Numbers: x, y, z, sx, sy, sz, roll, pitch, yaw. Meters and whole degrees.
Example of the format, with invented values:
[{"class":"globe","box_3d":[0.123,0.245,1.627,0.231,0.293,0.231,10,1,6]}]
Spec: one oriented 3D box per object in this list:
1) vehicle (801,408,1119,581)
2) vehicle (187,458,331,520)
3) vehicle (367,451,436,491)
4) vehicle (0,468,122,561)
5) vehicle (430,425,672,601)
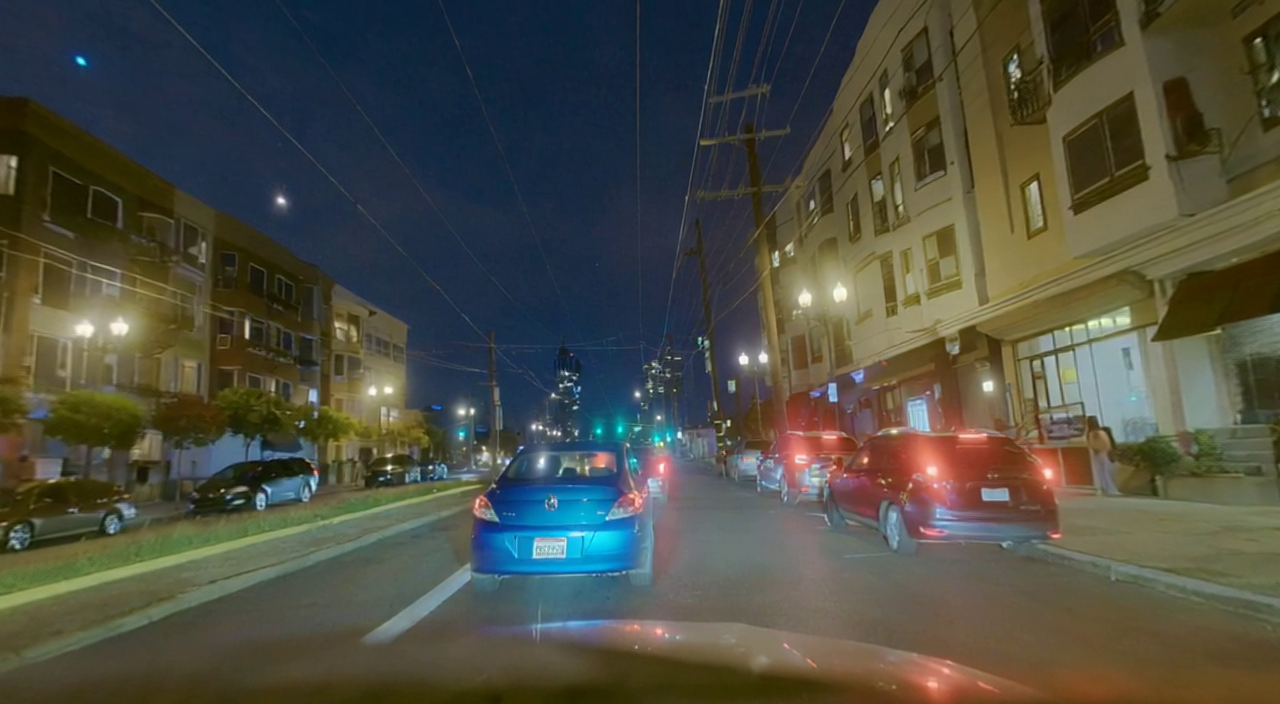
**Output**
[{"class":"vehicle","box_3d":[3.790,1.760,8.620,1.967,1.721,4.410,0,-8,-1]},{"class":"vehicle","box_3d":[-11.853,4.241,20.044,1.868,1.491,4.367,-5,-9,0]},{"class":"vehicle","box_3d":[-11.939,5.932,31.931,2.011,1.687,4.079,-4,-8,-2]},{"class":"vehicle","box_3d":[-11.915,2.904,11.017,1.850,1.487,4.711,-3,-8,-1]},{"class":"vehicle","box_3d":[-0.722,1.692,7.649,2.019,1.453,4.603,0,-8,1]}]
